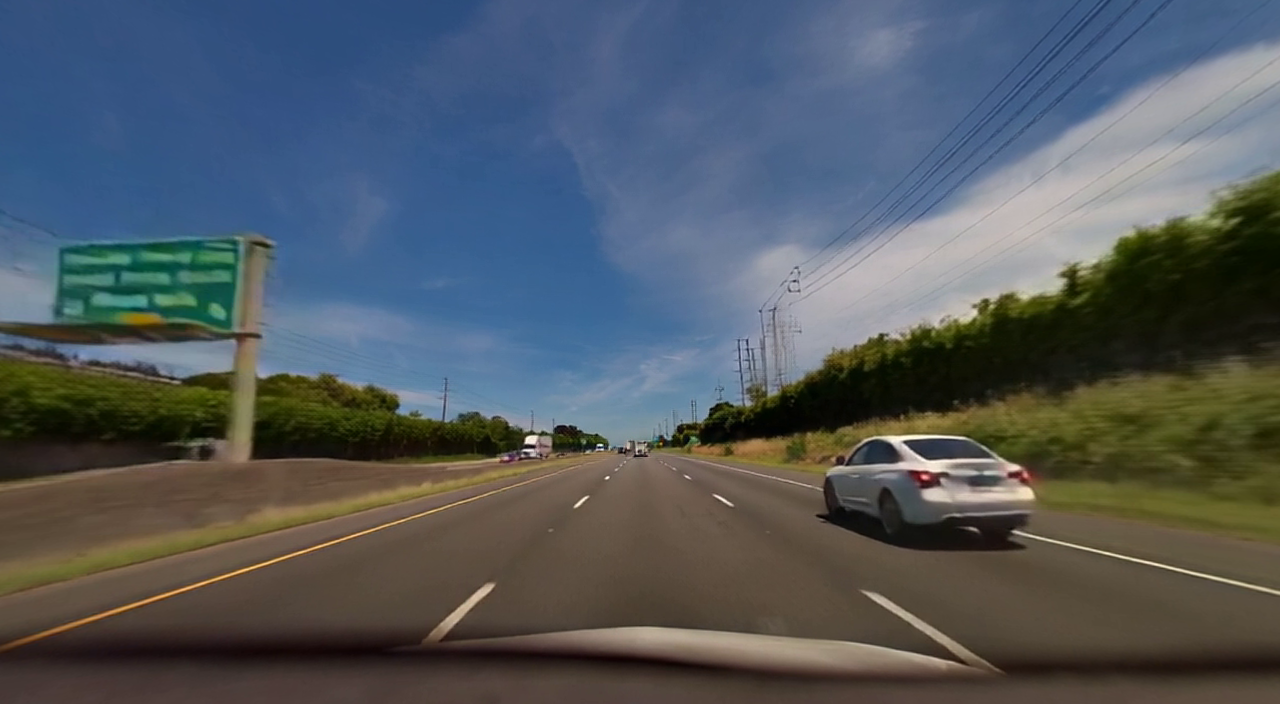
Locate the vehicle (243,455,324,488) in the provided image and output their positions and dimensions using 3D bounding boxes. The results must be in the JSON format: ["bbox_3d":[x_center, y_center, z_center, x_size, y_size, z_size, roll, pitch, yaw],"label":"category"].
[{"bbox_3d":[-19.373,6.463,34.251,1.907,1.622,4.260,0,-9,0],"label":"vehicle"}]

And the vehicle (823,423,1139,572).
[{"bbox_3d":[4.256,1.870,8.801,2.054,1.565,4.089,0,-9,-1],"label":"vehicle"}]
